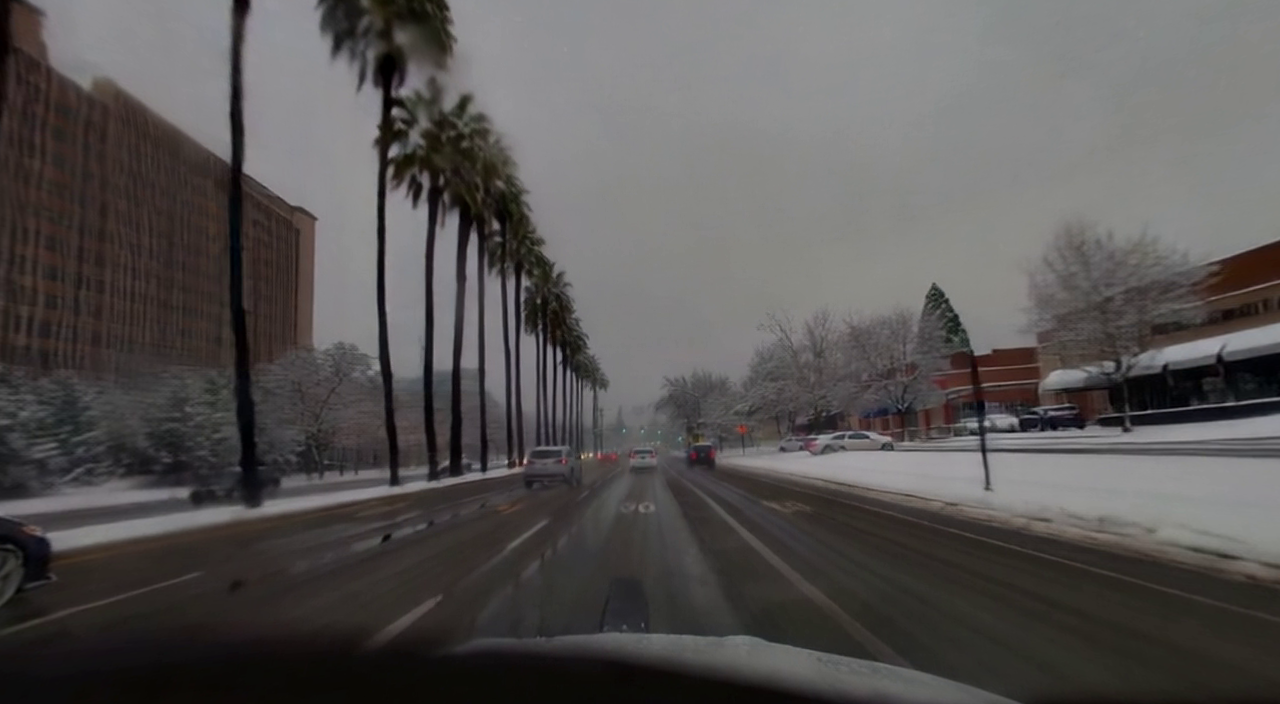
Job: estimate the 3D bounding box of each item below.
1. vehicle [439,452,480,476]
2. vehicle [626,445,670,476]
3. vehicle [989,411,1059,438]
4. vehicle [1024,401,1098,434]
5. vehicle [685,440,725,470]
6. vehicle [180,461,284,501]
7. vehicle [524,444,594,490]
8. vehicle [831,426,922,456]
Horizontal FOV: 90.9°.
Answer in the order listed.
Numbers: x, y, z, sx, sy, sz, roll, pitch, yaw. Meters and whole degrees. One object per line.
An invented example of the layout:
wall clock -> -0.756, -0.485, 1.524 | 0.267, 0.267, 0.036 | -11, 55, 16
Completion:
vehicle -> -13.869, 8.609, 48.632 | 1.841, 1.697, 4.289 | -1, -9, 1
vehicle -> 0.390, 5.616, 32.830 | 2.147, 1.507, 3.953 | -1, -9, 0
vehicle -> 23.546, 4.468, 38.580 | 4.576, 1.511, 1.801 | 5, -10, -34
vehicle -> 23.728, 3.748, 35.485 | 4.448, 1.701, 1.954 | 6, -11, -36
vehicle -> 4.201, 6.744, 41.397 | 2.108, 1.785, 4.334 | 0, -9, 0
vehicle -> -20.692, 6.525, 32.243 | 2.016, 1.754, 4.826 | -1, -9, 1
vehicle -> -2.862, 4.186, 23.244 | 1.908, 1.505, 4.369 | -1, -9, 2
vehicle -> 12.943, 4.849, 34.432 | 4.749, 1.457, 1.806 | 3, -11, -28
